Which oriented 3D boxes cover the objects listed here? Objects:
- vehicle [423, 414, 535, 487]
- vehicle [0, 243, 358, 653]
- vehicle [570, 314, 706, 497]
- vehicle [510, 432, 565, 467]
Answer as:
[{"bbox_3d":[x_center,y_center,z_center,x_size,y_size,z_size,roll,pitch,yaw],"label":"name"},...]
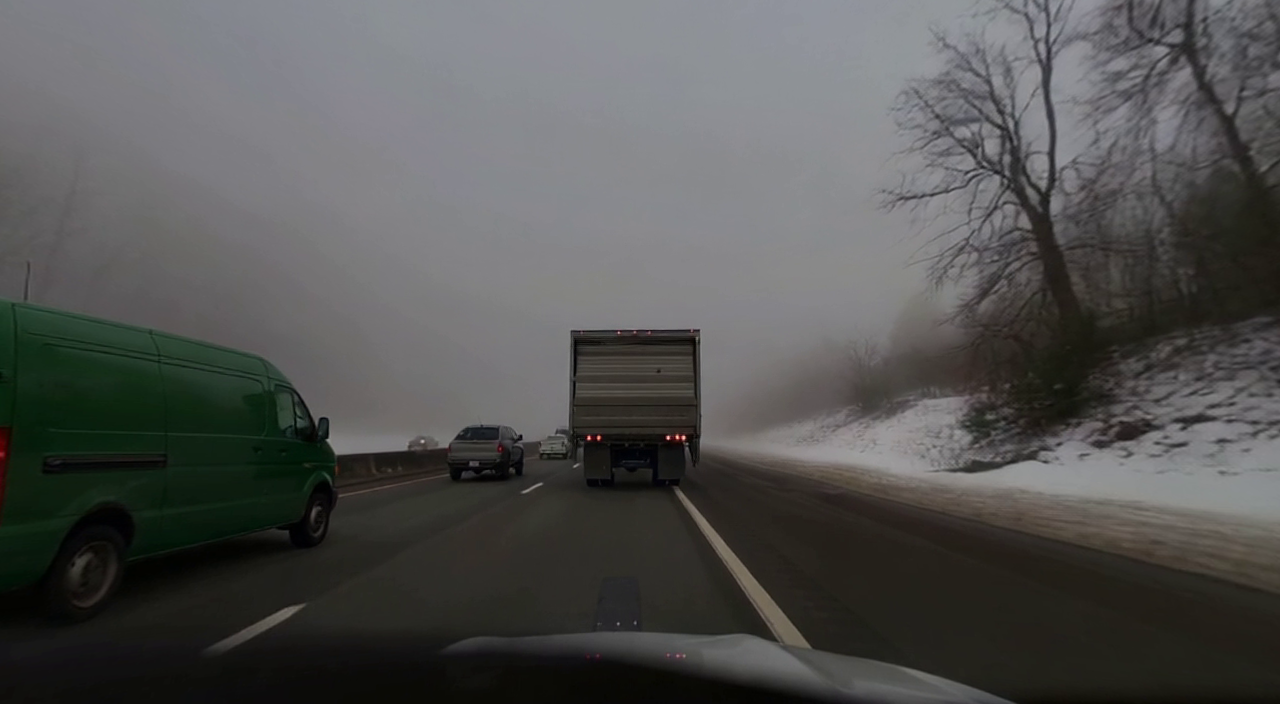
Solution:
[{"bbox_3d":[-4.840,3.029,19.752,2.168,1.985,4.952,0,-8,0],"label":"vehicle"},{"bbox_3d":[-5.226,0.890,6.072,2.478,2.515,5.438,0,-8,-1],"label":"vehicle"},{"bbox_3d":[-0.180,1.835,18.938,2.953,4.041,10.072,0,-8,-2],"label":"vehicle"},{"bbox_3d":[-4.831,4.677,30.343,1.931,1.539,4.441,0,-8,0],"label":"vehicle"}]
